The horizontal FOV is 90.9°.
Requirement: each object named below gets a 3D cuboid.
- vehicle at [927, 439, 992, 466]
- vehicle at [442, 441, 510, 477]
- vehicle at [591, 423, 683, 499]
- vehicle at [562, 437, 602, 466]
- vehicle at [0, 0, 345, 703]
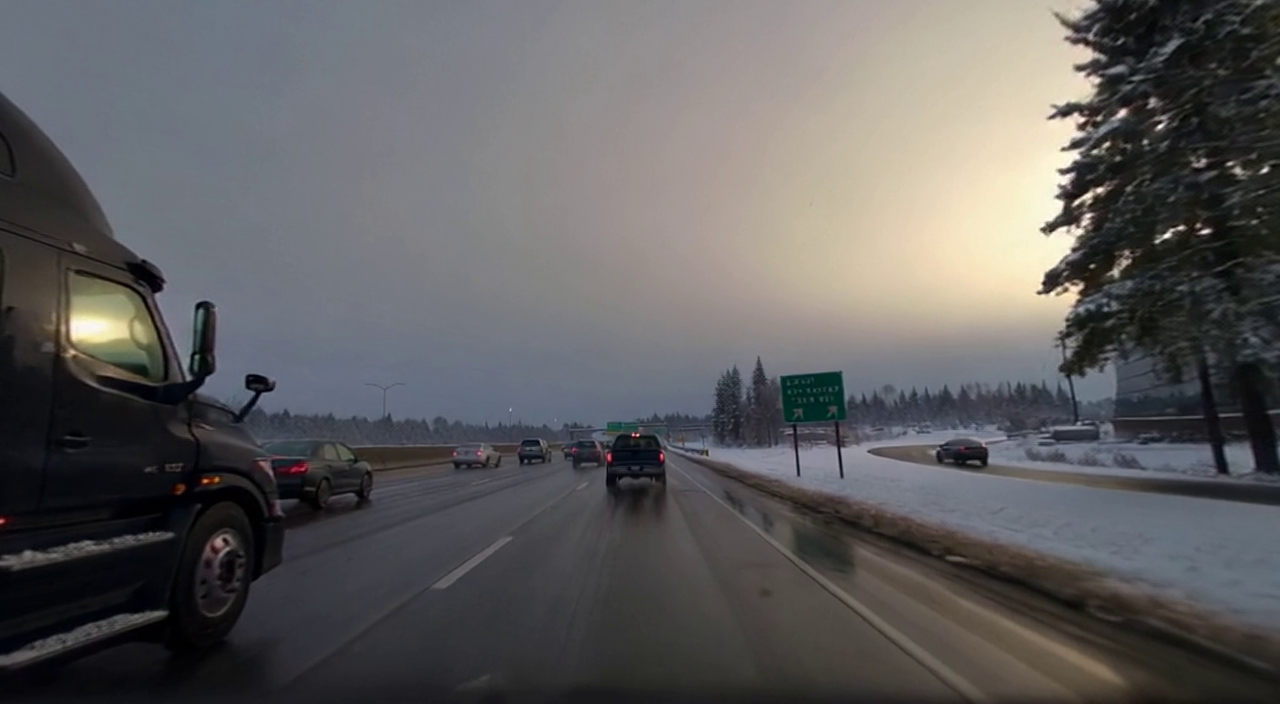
[{"bbox_3d":[18.913,5.953,37.523,1.918,1.472,4.782,-1,-9,8],"label":"vehicle"},{"bbox_3d":[-7.268,4.777,28.410,1.869,1.466,4.217,0,-9,1],"label":"vehicle"},{"bbox_3d":[-0.068,2.870,16.922,2.152,1.779,3.924,0,-9,0],"label":"vehicle"},{"bbox_3d":[-3.447,6.008,38.050,1.952,1.649,4.131,0,-9,1],"label":"vehicle"},{"bbox_3d":[-3.936,-0.556,0.378,2.990,3.885,8.540,0,-9,2],"label":"vehicle"}]
